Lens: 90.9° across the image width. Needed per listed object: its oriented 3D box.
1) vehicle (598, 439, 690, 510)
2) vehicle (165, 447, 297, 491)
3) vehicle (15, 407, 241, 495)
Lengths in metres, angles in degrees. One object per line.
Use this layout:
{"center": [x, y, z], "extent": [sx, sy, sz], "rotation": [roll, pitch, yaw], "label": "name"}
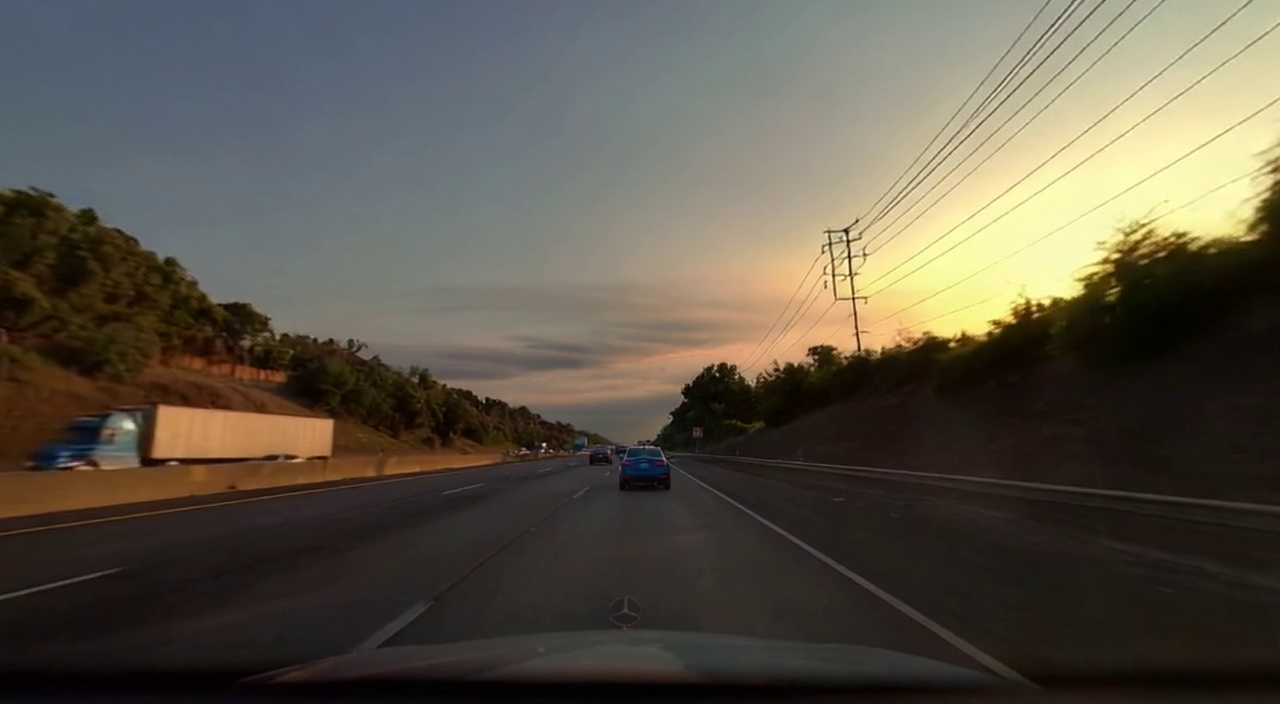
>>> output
{"center": [0.077, 2.969, 15.703], "extent": [1.966, 1.499, 4.298], "rotation": [0, -9, 0], "label": "vehicle"}
{"center": [-15.731, 4.496, 24.612], "extent": [1.985, 1.504, 4.648], "rotation": [0, -9, 1], "label": "vehicle"}
{"center": [-23.984, 4.789, 30.578], "extent": [2.966, 3.582, 9.355], "rotation": [0, -9, 0], "label": "vehicle"}
